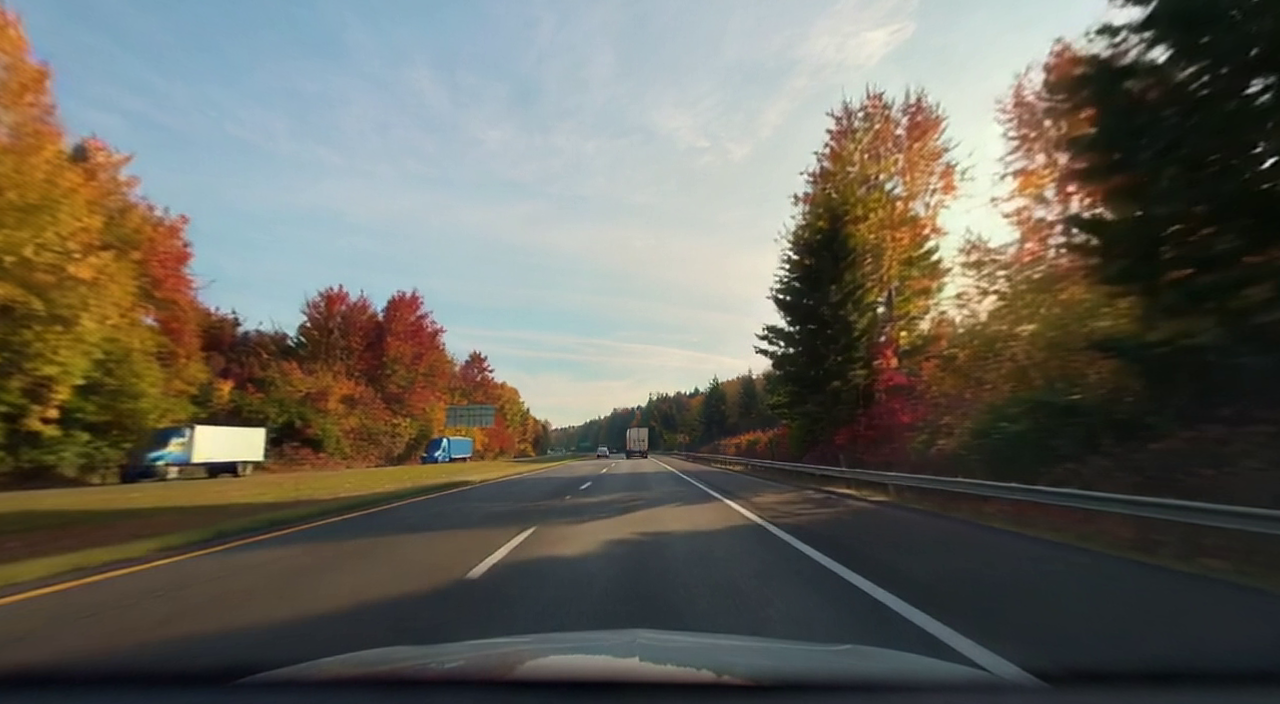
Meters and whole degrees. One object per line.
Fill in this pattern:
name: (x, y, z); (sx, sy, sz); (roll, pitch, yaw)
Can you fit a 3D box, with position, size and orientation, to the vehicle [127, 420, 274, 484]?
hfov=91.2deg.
vehicle: (-27.742, 6.409, 40.318); (2.815, 3.623, 9.029); (0, -9, 0)
